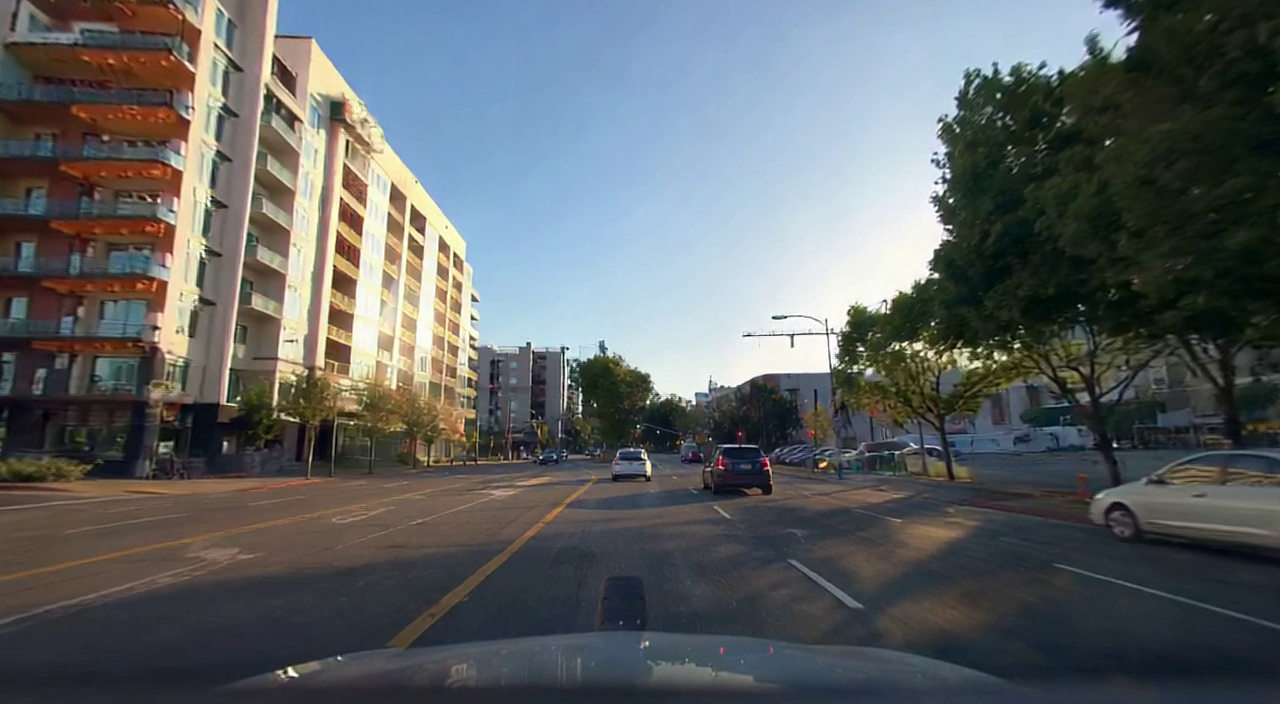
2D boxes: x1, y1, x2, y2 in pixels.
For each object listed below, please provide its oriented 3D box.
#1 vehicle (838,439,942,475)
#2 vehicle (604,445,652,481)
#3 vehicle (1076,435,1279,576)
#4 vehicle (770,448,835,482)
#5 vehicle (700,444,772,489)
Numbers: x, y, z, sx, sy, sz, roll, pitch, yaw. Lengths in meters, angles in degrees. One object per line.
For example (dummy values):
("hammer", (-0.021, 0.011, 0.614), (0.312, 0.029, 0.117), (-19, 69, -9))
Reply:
("vehicle", (13.064, 5.496, 33.224), (4.622, 1.761, 1.986), (0, -9, 0))
("vehicle", (-0.490, 4.966, 28.425), (2.006, 1.487, 3.535), (0, -9, 0))
("vehicle", (7.754, 1.718, 7.302), (1.921, 1.480, 4.789), (0, -9, -1))
("vehicle", (7.593, 5.298, 30.028), (1.883, 1.452, 4.598), (0, -9, 0))
("vehicle", (3.333, 4.061, 22.755), (1.910, 1.474, 4.003), (0, -9, -1))
